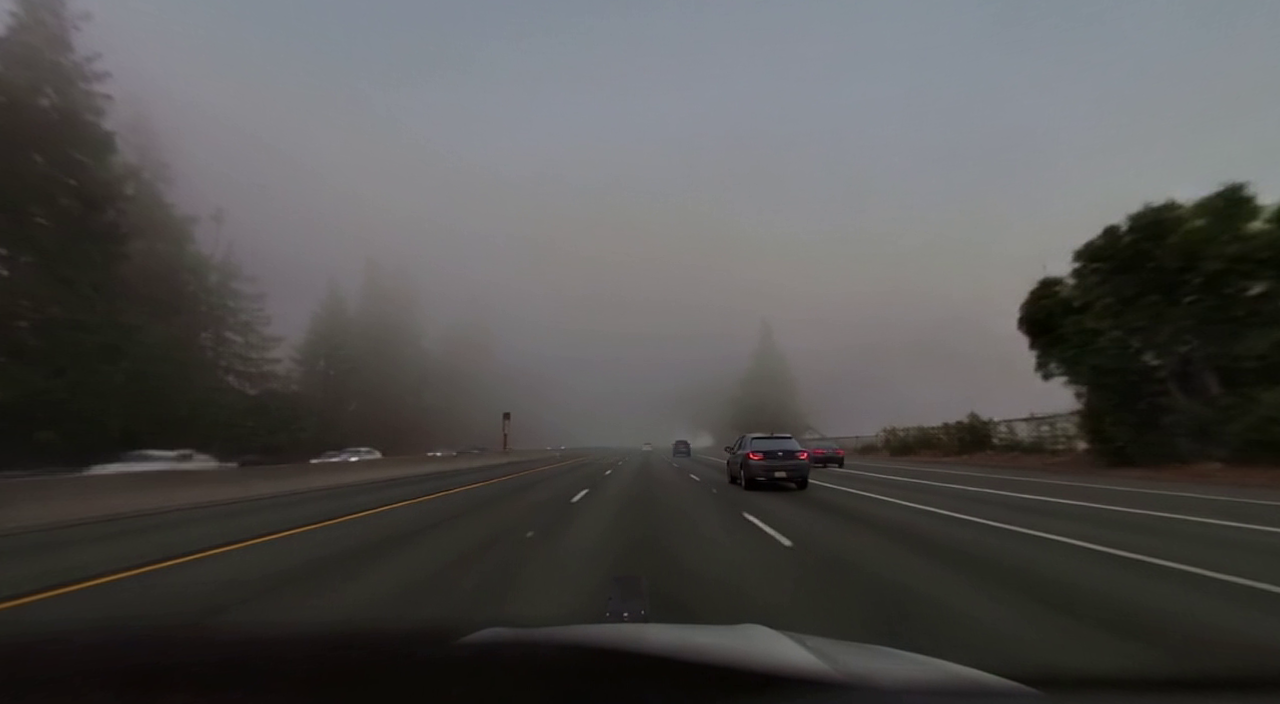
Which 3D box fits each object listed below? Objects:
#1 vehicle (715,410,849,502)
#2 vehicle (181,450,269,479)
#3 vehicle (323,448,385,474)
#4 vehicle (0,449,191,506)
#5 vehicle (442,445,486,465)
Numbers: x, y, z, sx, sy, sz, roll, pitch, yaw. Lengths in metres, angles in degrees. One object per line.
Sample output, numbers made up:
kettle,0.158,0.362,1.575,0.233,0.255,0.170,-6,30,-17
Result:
vehicle,3.447,2.700,16.731,2.218,1.964,5.662,-1,-8,0
vehicle,-24.886,6.738,38.048,1.935,1.520,4.897,-1,-8,1
vehicle,-17.632,6.698,39.093,1.869,1.457,4.240,-1,-8,0
vehicle,-16.394,3.751,19.378,1.865,1.466,4.452,-1,-8,1
vehicle,-13.576,7.945,48.876,1.930,1.493,4.830,-1,-8,1
